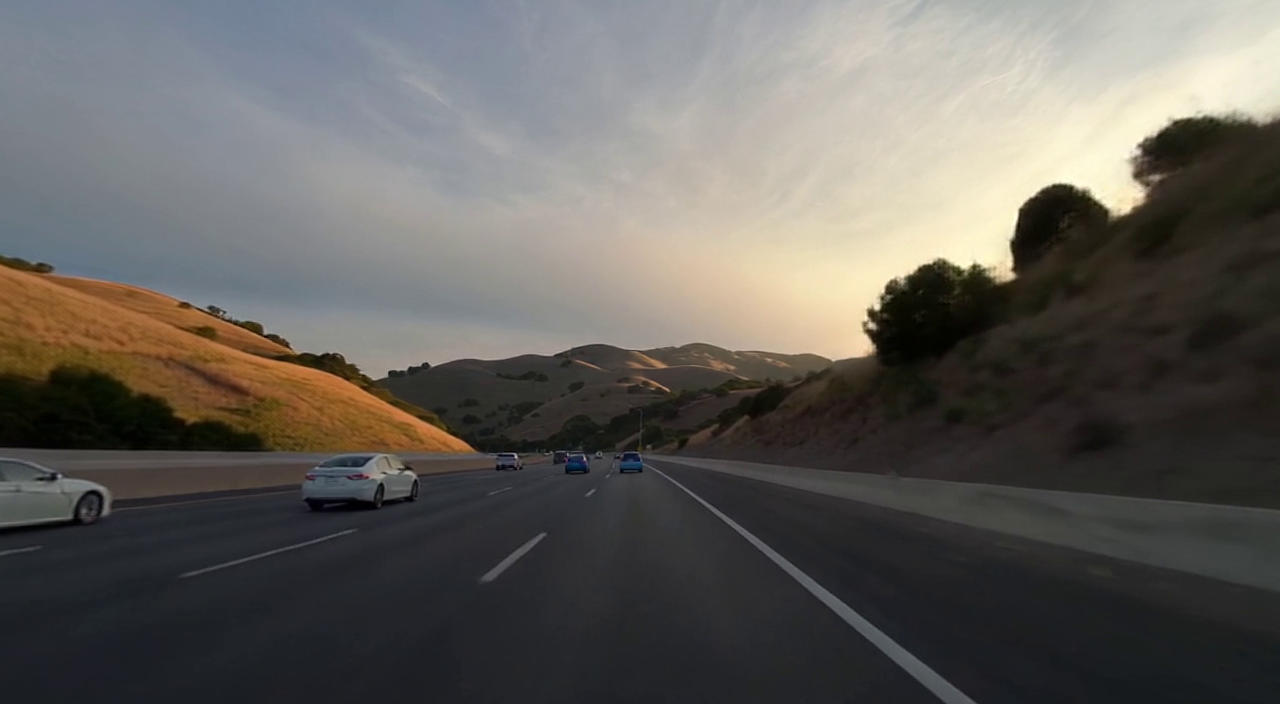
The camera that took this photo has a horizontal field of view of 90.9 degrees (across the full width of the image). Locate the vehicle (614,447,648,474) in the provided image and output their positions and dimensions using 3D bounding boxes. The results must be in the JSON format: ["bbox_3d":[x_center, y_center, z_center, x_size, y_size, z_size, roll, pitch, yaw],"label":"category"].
[{"bbox_3d":[-0.653,7.351,42.977,2.225,1.674,4.044,0,-8,-2],"label":"vehicle"}]

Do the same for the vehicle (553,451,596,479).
[{"bbox_3d":[-3.883,6.740,38.005,2.144,1.505,4.649,0,-8,-1],"label":"vehicle"}]

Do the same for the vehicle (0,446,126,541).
[{"bbox_3d":[-11.190,2.240,9.916,2.048,1.501,4.898,0,-8,1],"label":"vehicle"}]

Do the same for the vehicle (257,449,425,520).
[{"bbox_3d":[-7.103,3.163,15.614,1.991,1.441,4.265,0,-8,1],"label":"vehicle"}]
